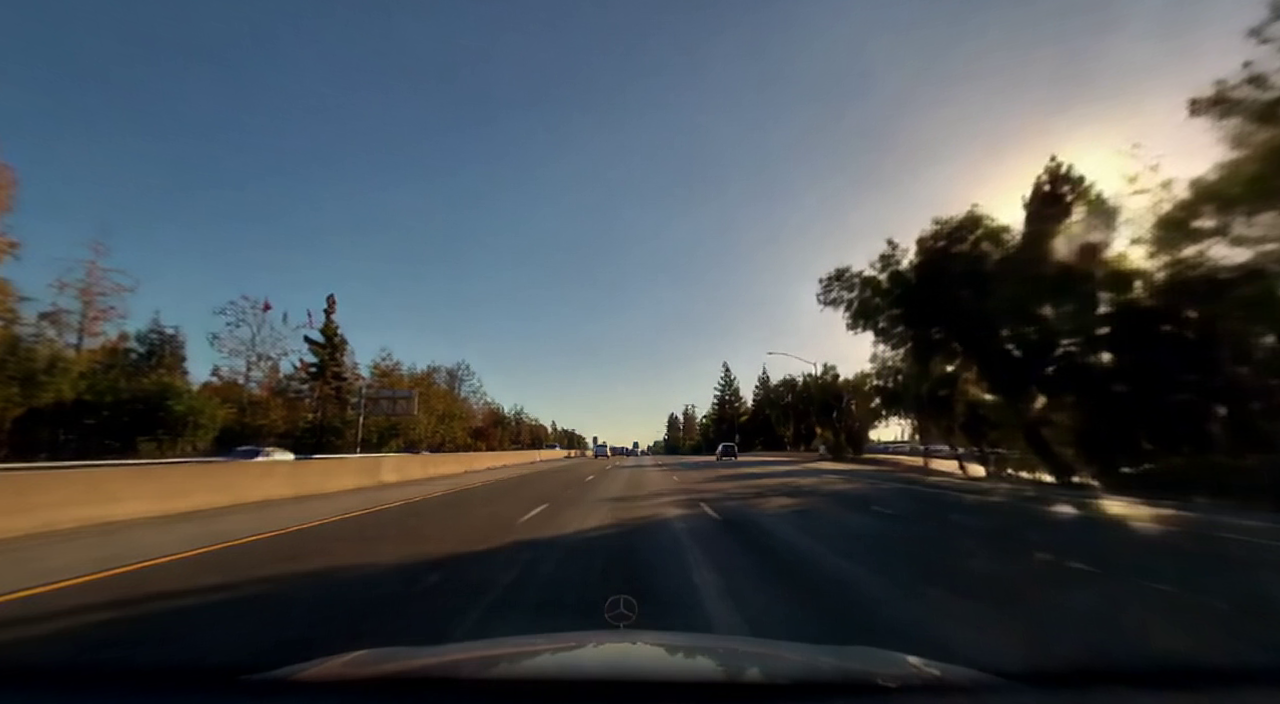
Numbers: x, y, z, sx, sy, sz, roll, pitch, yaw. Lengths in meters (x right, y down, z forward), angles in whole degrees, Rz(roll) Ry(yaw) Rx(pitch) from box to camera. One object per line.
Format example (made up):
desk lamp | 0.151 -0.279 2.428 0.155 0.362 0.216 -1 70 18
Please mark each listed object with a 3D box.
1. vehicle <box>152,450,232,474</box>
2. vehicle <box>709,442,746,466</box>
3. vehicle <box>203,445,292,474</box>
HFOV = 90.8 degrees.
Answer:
vehicle | -28.838 7.079 40.844 1.863 1.423 4.413 0 -9 1
vehicle | 6.401 7.511 46.669 2.081 1.705 3.926 0 -9 -1
vehicle | -21.643 5.933 35.102 1.878 1.506 4.695 0 -9 1
